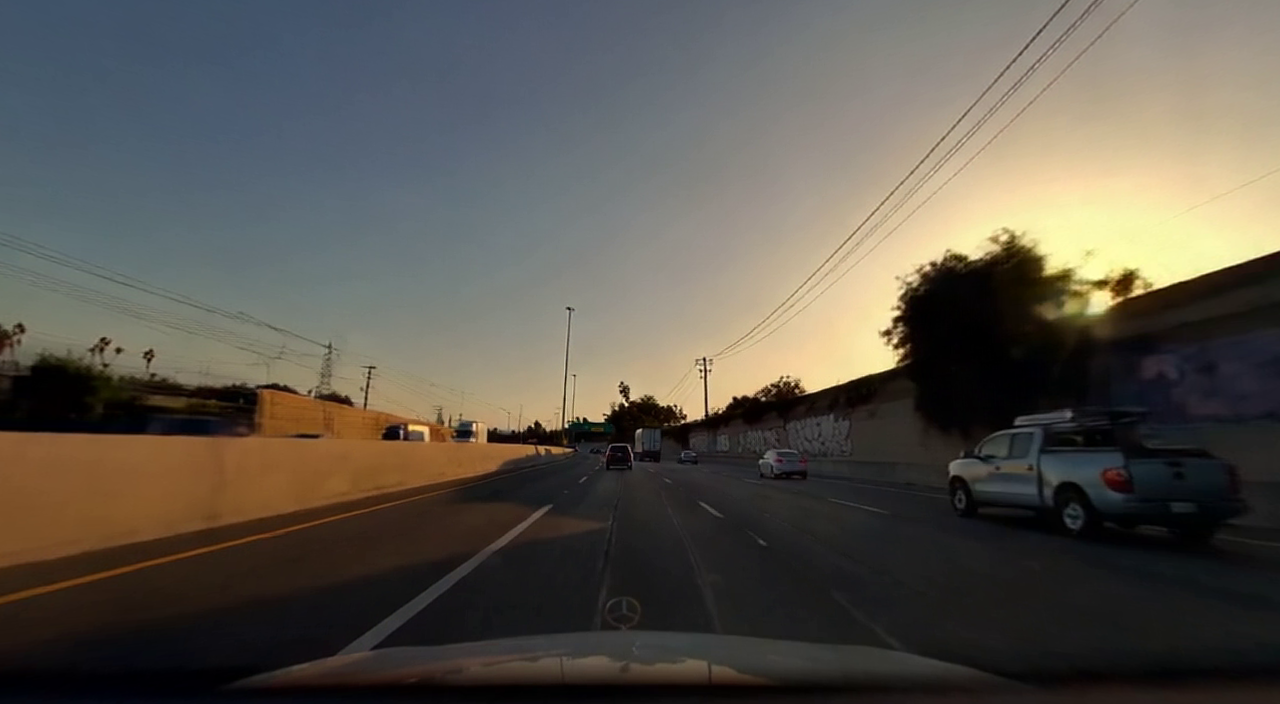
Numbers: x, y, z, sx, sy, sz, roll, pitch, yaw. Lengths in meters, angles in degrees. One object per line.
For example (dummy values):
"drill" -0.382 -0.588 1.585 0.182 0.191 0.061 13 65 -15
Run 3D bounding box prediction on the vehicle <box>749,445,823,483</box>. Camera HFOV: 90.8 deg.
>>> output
"vehicle" 6.432 4.973 28.348 2.032 1.525 4.631 0 -9 -3

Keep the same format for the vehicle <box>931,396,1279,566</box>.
"vehicle" 7.314 1.910 10.192 2.325 1.924 5.838 0 -9 -1

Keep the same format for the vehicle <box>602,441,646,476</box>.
"vehicle" -0.852 5.557 33.153 2.191 1.685 3.353 0 -9 -2

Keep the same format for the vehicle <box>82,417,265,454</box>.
"vehicle" -13.649 2.554 18.924 2.062 0.949 4.600 0 -9 -1
